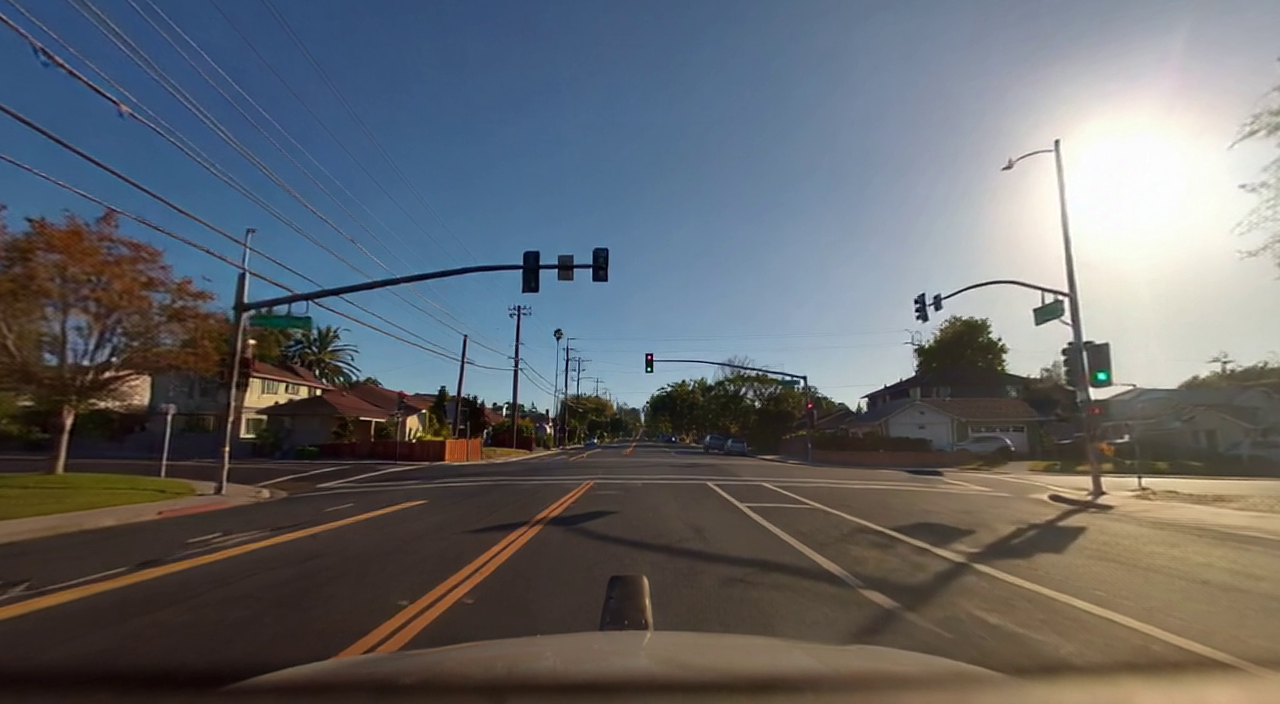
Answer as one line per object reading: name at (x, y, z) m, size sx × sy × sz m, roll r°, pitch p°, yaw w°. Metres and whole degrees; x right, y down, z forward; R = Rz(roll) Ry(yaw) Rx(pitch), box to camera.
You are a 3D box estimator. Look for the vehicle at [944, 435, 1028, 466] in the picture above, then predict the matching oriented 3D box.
vehicle at (22.970, 6.557, 42.108) m, size 2.030 × 1.927 × 4.853 m, roll 2°, pitch -9°, yaw -14°
